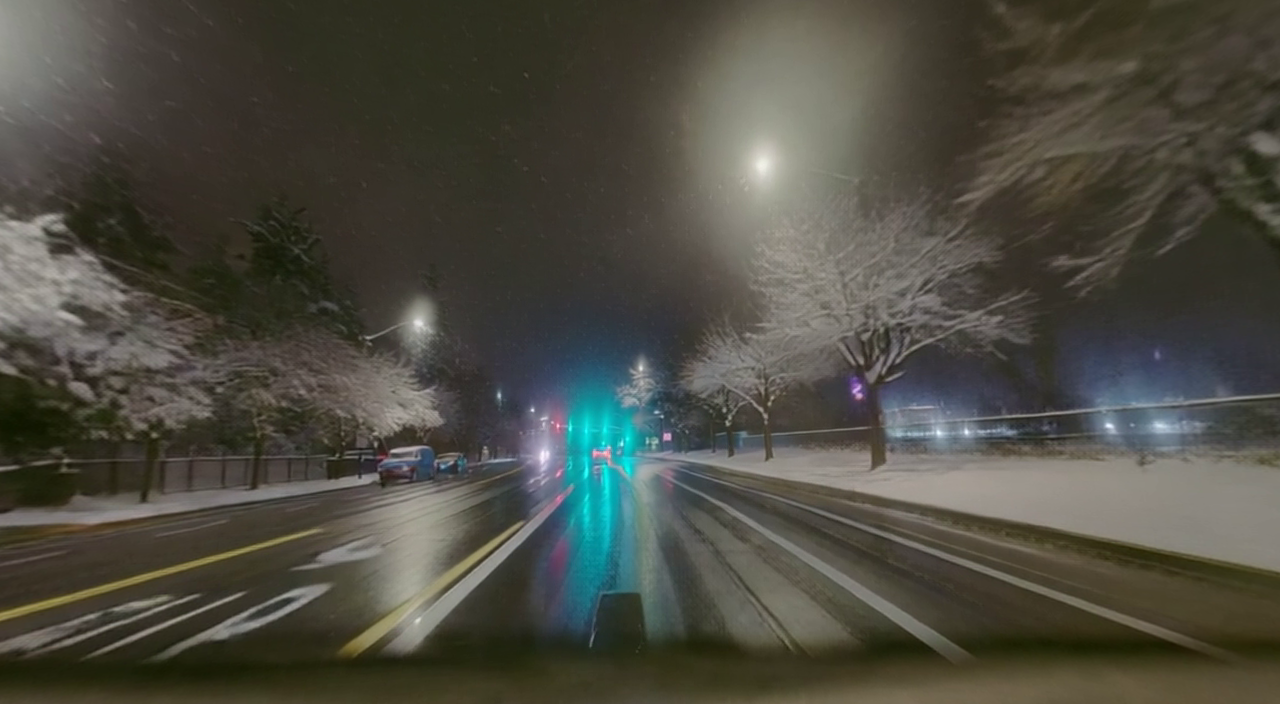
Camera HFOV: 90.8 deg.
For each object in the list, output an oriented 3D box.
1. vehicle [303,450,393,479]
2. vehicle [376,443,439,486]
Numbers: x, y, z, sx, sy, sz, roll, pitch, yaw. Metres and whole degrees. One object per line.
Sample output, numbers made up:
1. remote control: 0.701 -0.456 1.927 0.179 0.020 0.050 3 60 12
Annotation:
1. vehicle: -20.467 7.888 44.438 5.168 1.886 2.283 0 -8 1
2. vehicle: -14.082 6.786 38.571 2.314 2.144 5.403 -3 -7 -6
